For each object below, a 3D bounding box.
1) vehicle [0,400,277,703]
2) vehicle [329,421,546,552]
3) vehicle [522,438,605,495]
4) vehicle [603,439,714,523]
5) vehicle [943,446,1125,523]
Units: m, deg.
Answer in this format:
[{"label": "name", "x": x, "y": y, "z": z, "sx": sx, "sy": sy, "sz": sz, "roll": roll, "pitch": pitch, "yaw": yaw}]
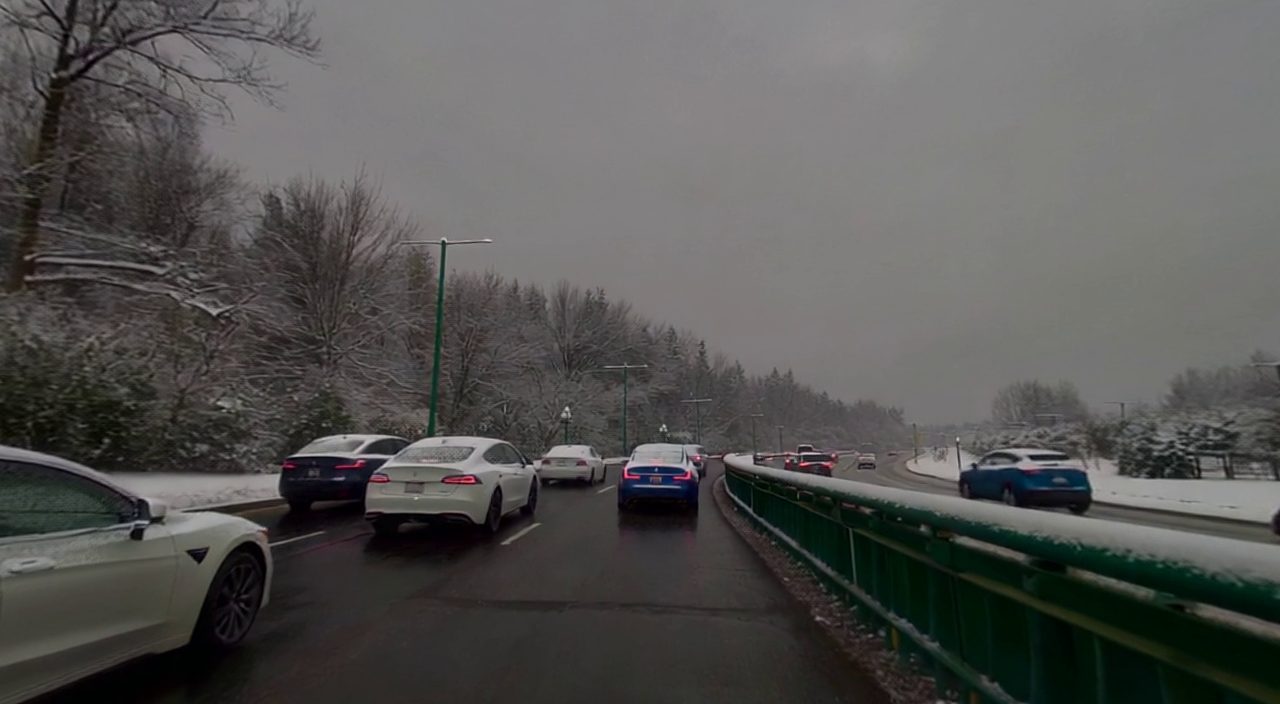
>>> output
[{"label": "vehicle", "x": -3.491, "y": 0.882, "z": 2.104, "sx": 1.921, "sy": 1.503, "sz": 4.317, "roll": 0, "pitch": -9, "yaw": 1}, {"label": "vehicle", "x": -2.974, "y": 2.085, "z": 10.487, "sx": 1.979, "sy": 1.663, "sz": 4.513, "roll": 0, "pitch": -9, "yaw": 2}, {"label": "vehicle", "x": -2.357, "y": 3.692, "z": 20.667, "sx": 1.930, "sy": 1.635, "sz": 4.260, "roll": 0, "pitch": -9, "yaw": 3}, {"label": "vehicle", "x": 0.428, "y": 2.687, "z": 13.714, "sx": 2.015, "sy": 1.506, "sz": 4.276, "roll": 0, "pitch": -9, "yaw": 2}, {"label": "vehicle", "x": 10.525, "y": 3.506, "z": 17.397, "sx": 2.121, "sy": 1.777, "sz": 4.755, "roll": 0, "pitch": -9, "yaw": 3}]
